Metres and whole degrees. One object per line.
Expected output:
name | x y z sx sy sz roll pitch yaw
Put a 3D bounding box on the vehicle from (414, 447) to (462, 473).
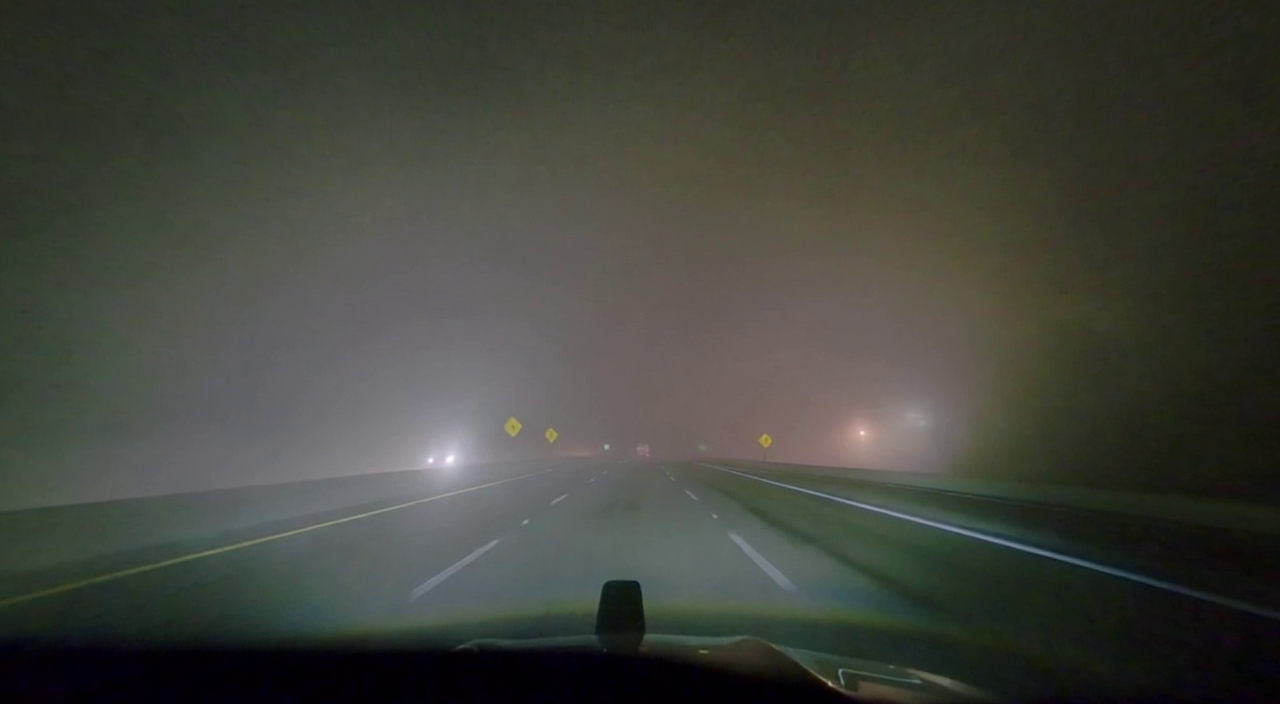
vehicle | -15.477 8.297 48.561 2.051 1.861 4.741 0 -9 1
